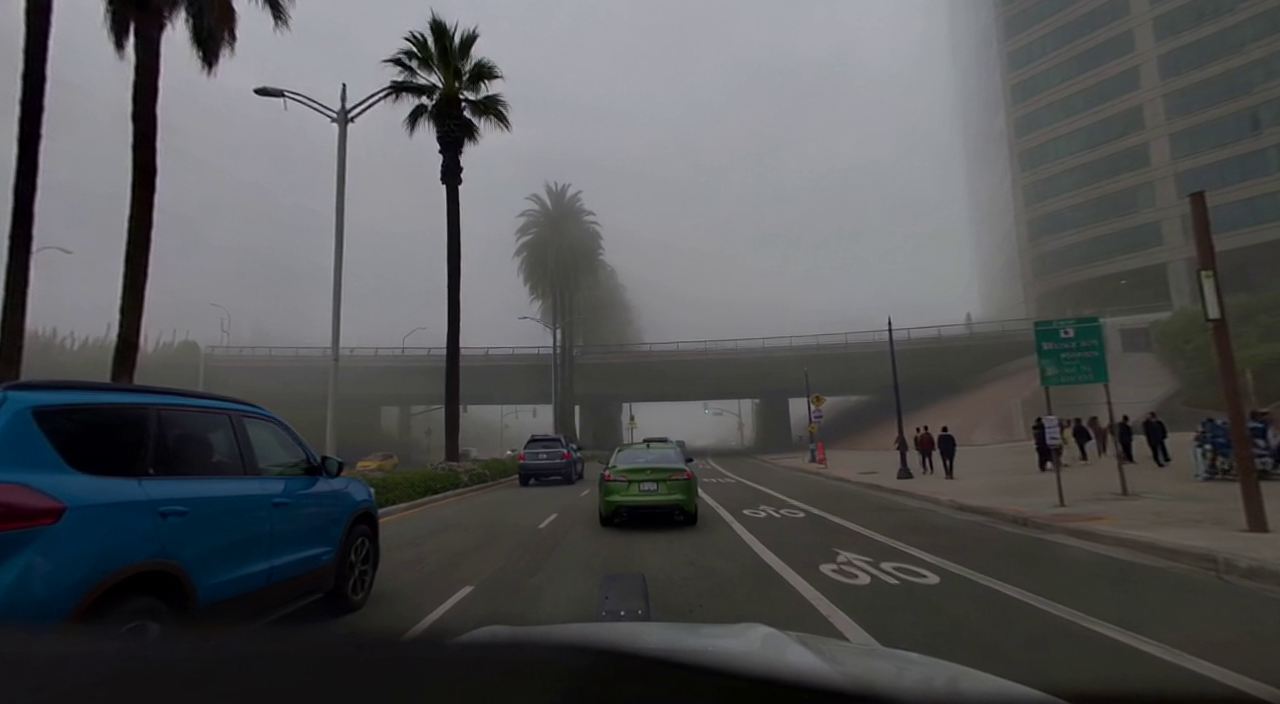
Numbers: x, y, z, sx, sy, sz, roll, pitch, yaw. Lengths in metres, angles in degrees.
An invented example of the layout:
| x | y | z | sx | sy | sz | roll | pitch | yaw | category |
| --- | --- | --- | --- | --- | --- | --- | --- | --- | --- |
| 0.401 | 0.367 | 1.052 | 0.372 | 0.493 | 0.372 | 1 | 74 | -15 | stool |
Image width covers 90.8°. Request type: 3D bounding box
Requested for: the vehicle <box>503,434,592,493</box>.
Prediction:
| x | y | z | sx | sy | sz | roll | pitch | yaw | category |
| --- | --- | --- | --- | --- | --- | --- | --- | --- | --- |
| -2.777 | 3.439 | 19.887 | 1.955 | 1.637 | 4.032 | -1 | -8 | 3 | vehicle |

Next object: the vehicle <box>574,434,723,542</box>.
| x | y | z | sx | sy | sz | roll | pitch | yaw | category |
| --- | --- | --- | --- | --- | --- | --- | --- | --- | --- |
| 0.100 | 2.174 | 10.787 | 2.036 | 1.461 | 4.129 | 0 | -8 | 0 | vehicle |

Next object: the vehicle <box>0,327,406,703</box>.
| x | y | z | sx | sy | sz | roll | pitch | yaw | category |
| --- | --- | --- | --- | --- | --- | --- | --- | --- | --- |
| -3.208 | 0.985 | 3.498 | 2.014 | 1.740 | 4.359 | 0 | -8 | 2 | vehicle |
